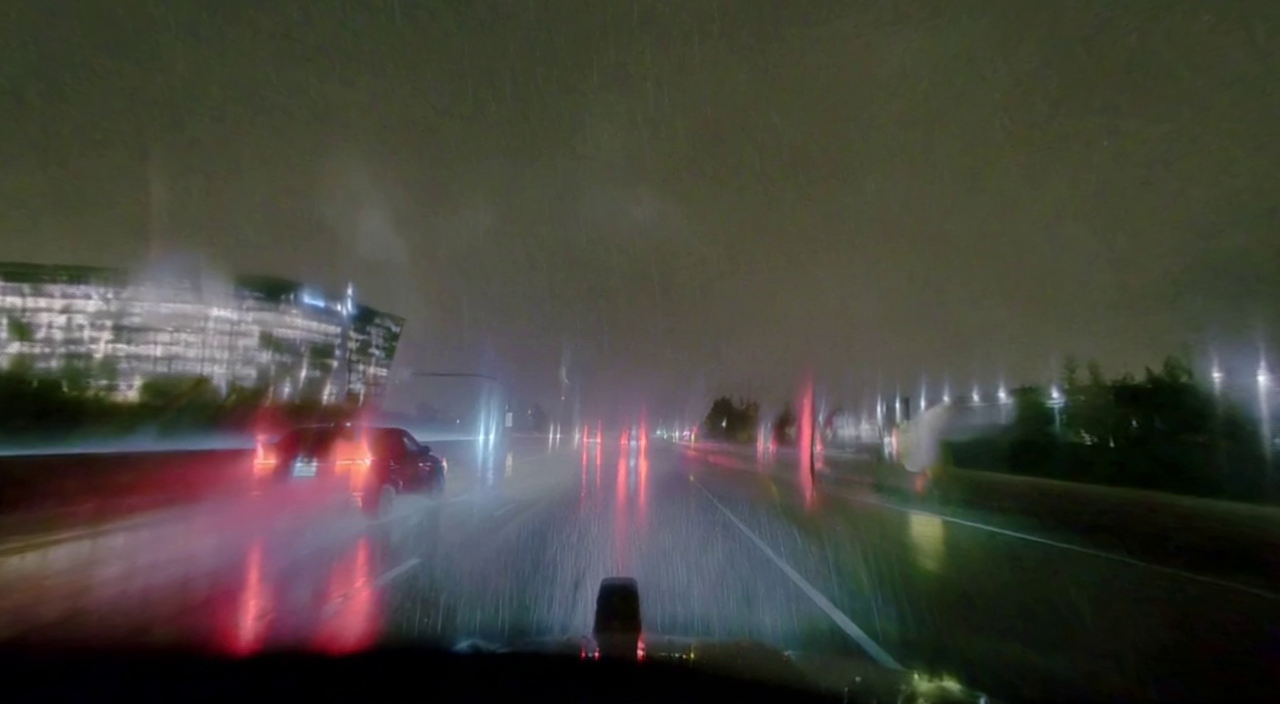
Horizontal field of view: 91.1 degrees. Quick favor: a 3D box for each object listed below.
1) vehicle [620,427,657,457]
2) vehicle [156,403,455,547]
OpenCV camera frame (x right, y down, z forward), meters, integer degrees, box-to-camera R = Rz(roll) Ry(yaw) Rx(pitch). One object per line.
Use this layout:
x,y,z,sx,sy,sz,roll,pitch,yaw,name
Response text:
-0.117,5.300,37.093,2.036,1.637,4.009,0,-8,-1,vehicle
-4.462,1.694,9.427,2.036,1.612,4.510,0,-8,-1,vehicle
